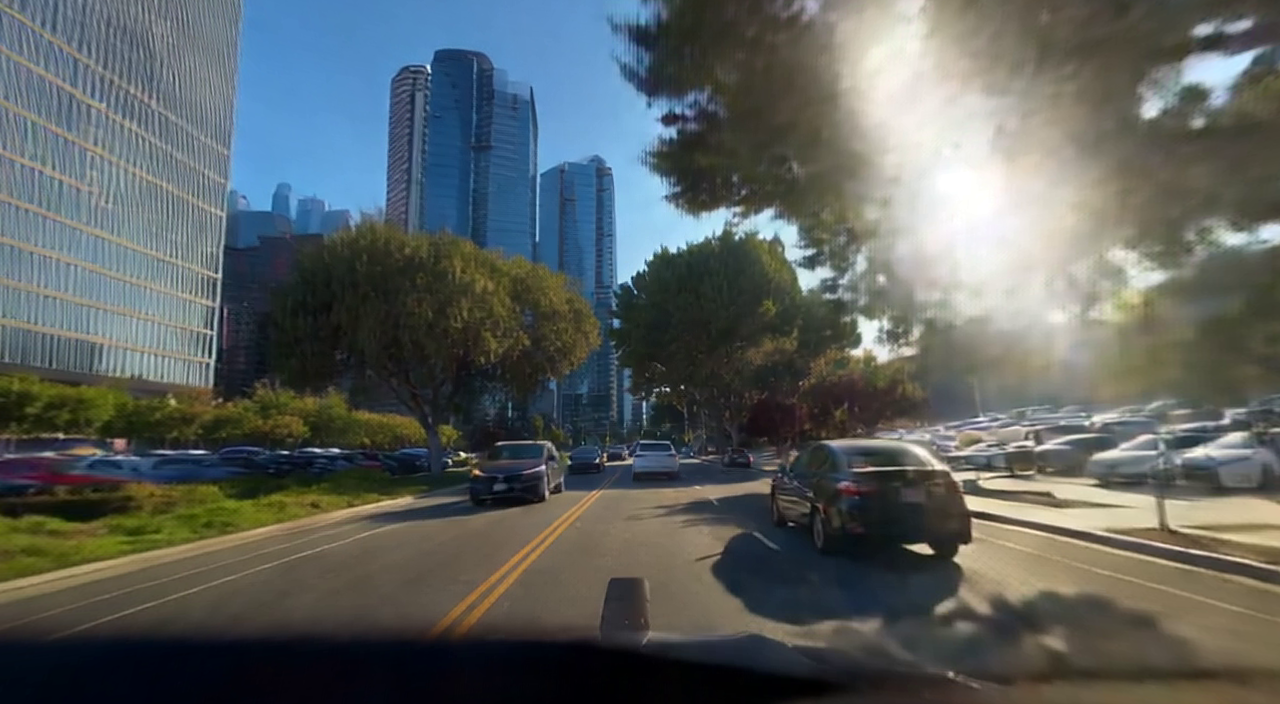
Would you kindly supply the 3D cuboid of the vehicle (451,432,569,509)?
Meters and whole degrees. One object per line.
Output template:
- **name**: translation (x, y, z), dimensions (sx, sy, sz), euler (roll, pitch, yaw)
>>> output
- **vehicle**: translation (-3.216, 3.032, 16.598), dimensions (2.124, 1.731, 4.227), euler (-1, -8, 1)

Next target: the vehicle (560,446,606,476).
- **vehicle**: translation (-2.870, 5.610, 32.602), dimensions (1.997, 1.415, 4.195), euler (0, -8, 0)

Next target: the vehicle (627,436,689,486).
- **vehicle**: translation (0.652, 4.014, 23.484), dimensions (2.105, 1.653, 3.887), euler (0, -8, 1)

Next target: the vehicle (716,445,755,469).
- **vehicle**: translation (6.240, 6.900, 41.686), dimensions (1.885, 1.467, 4.546), euler (0, -8, 0)

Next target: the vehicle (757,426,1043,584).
- **vehicle**: translation (2.950, 1.820, 8.338), dimensions (1.991, 1.536, 4.116), euler (0, -8, 0)
